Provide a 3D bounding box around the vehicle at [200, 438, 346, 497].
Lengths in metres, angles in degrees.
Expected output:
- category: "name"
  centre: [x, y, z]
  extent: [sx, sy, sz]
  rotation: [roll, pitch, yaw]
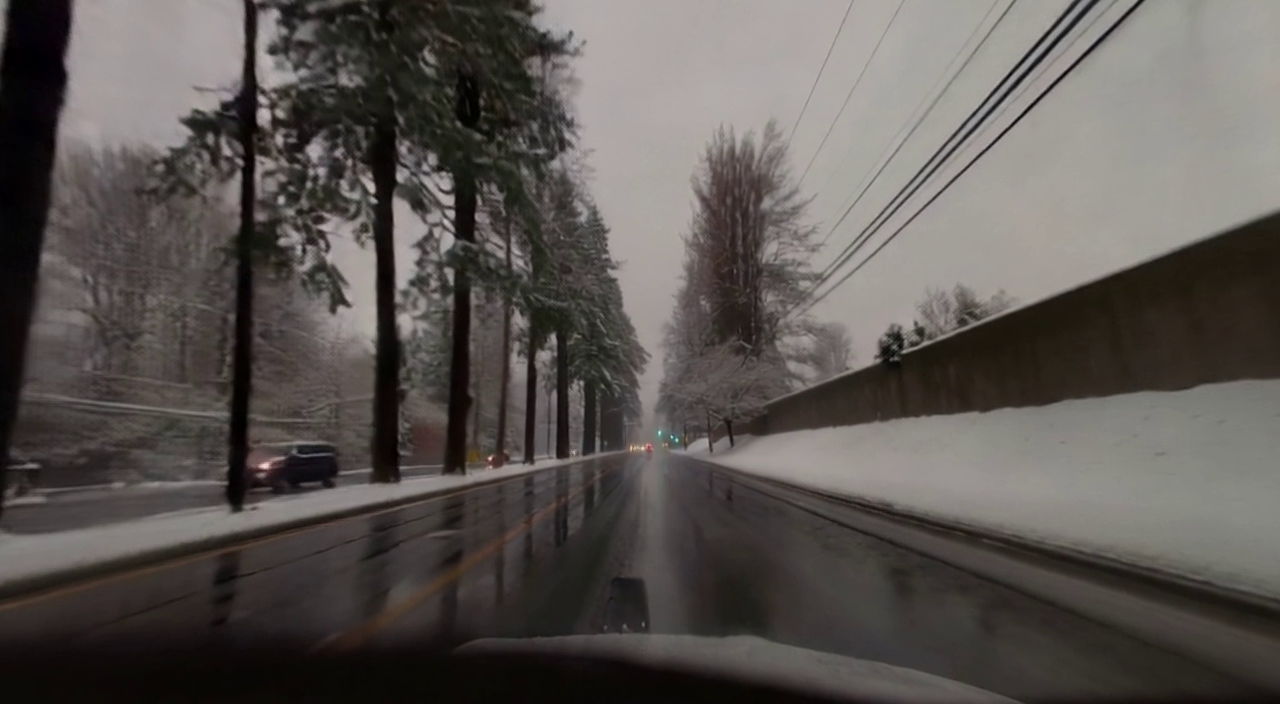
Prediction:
- category: "vehicle"
  centre: [-14.826, 4.685, 26.106]
  extent: [2.368, 2.104, 6.159]
  rotation: [0, -8, 0]
